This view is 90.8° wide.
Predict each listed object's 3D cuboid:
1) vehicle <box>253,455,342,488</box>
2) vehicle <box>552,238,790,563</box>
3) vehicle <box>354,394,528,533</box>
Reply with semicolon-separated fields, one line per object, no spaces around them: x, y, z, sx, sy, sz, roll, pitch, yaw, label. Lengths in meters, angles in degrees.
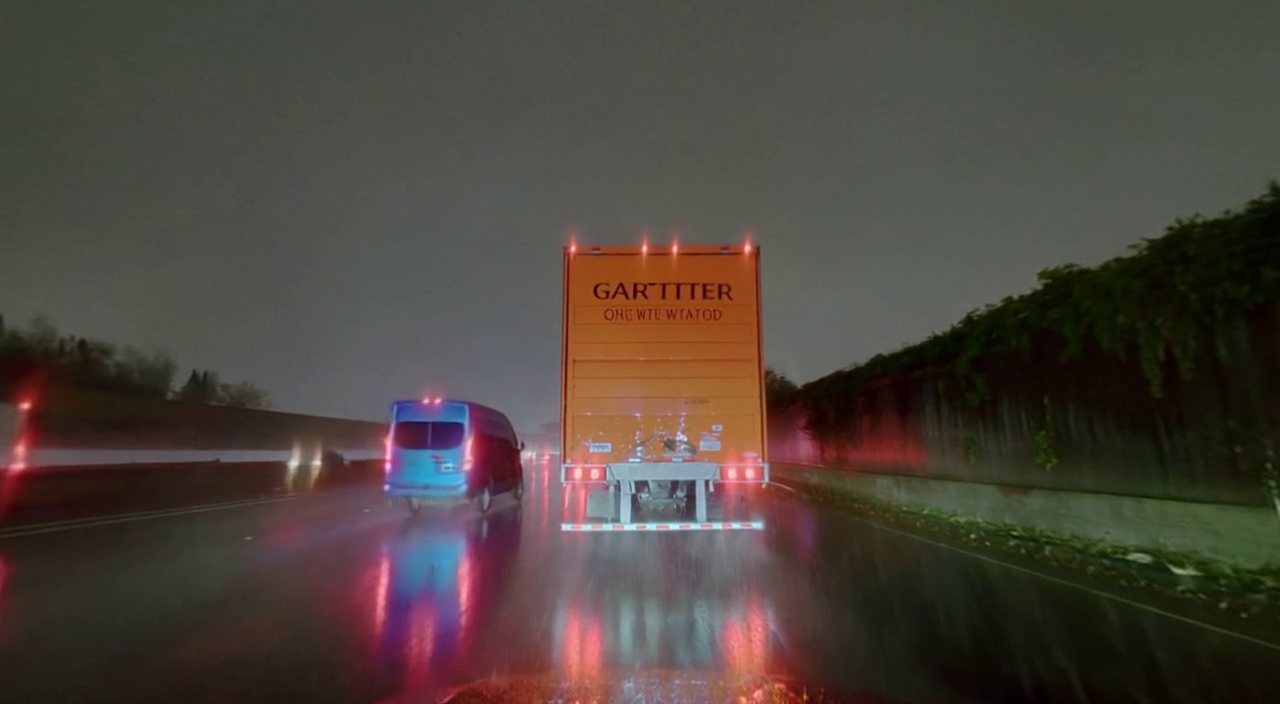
-16.753;5.837;31.127;1.885;1.455;4.424;0;-9;0;vehicle
0.424;1.358;13.106;2.853;4.054;10.557;0;-9;1;vehicle
-4.084;2.431;14.174;2.208;2.522;5.187;0;-9;-1;vehicle
